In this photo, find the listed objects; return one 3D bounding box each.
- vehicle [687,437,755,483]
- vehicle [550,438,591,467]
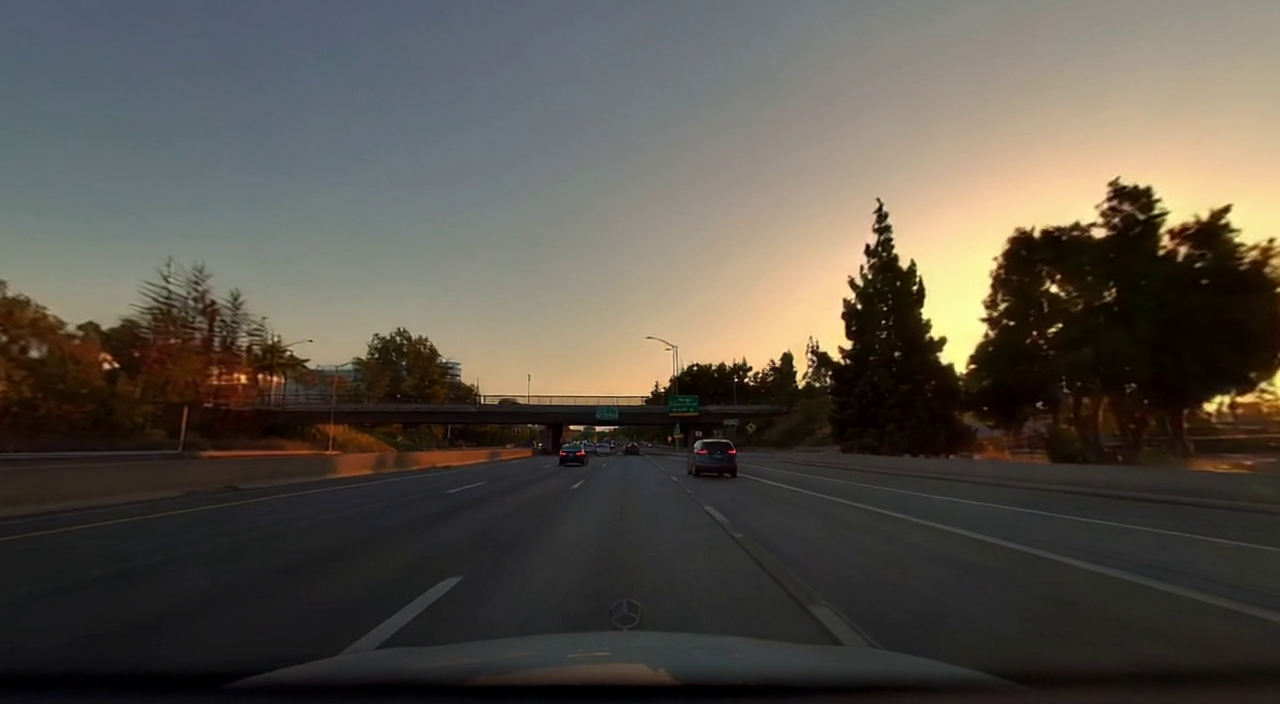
[{"bbox_3d":[3.117,4.253,25.217,1.997,1.686,4.247,0,-8,-2],"label":"vehicle"},{"bbox_3d":[-4.506,6.603,41.578,2.176,1.779,4.755,0,-8,0],"label":"vehicle"}]
